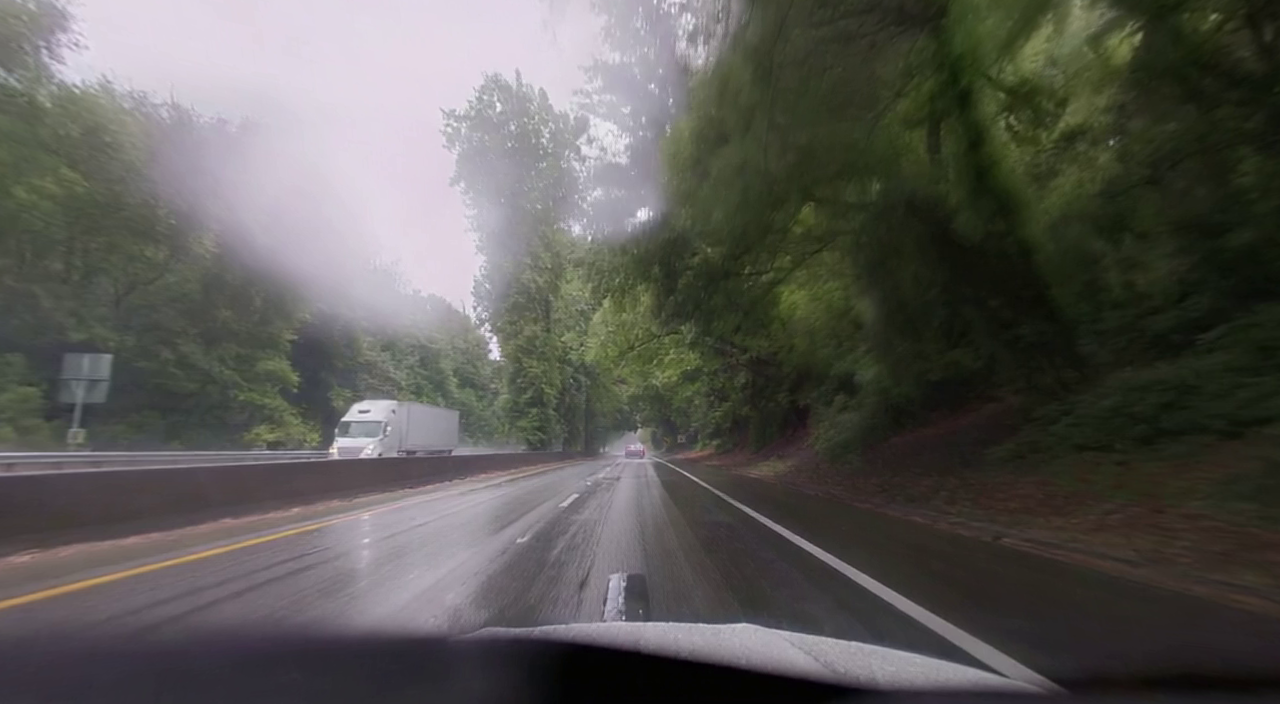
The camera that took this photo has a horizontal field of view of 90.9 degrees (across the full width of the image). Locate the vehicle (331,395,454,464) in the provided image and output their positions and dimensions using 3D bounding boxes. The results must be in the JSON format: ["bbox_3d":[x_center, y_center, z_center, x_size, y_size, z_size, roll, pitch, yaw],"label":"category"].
[{"bbox_3d":[-16.770,5.680,44.468,2.924,4.069,14.387,0,-9,0],"label":"vehicle"}]
